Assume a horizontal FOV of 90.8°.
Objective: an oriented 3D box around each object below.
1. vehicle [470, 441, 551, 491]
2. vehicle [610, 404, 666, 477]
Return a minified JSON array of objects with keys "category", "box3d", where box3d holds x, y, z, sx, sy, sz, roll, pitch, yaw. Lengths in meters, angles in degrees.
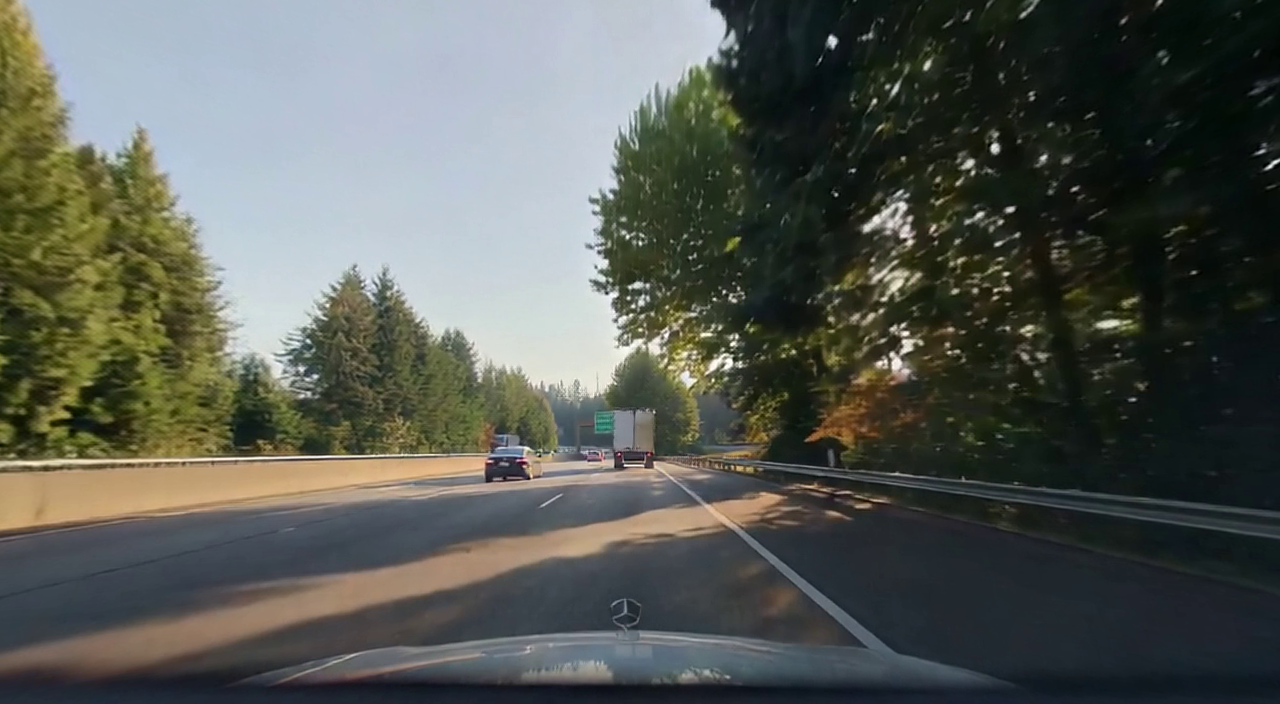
[{"category":"vehicle","box3d":[-4.403,3.939,22.054,1.964,1.556,4.071,0,-9,0]},{"category":"vehicle","box3d":[-0.226,5.648,39.534,2.976,3.800,12.335,0,-9,-1]}]
